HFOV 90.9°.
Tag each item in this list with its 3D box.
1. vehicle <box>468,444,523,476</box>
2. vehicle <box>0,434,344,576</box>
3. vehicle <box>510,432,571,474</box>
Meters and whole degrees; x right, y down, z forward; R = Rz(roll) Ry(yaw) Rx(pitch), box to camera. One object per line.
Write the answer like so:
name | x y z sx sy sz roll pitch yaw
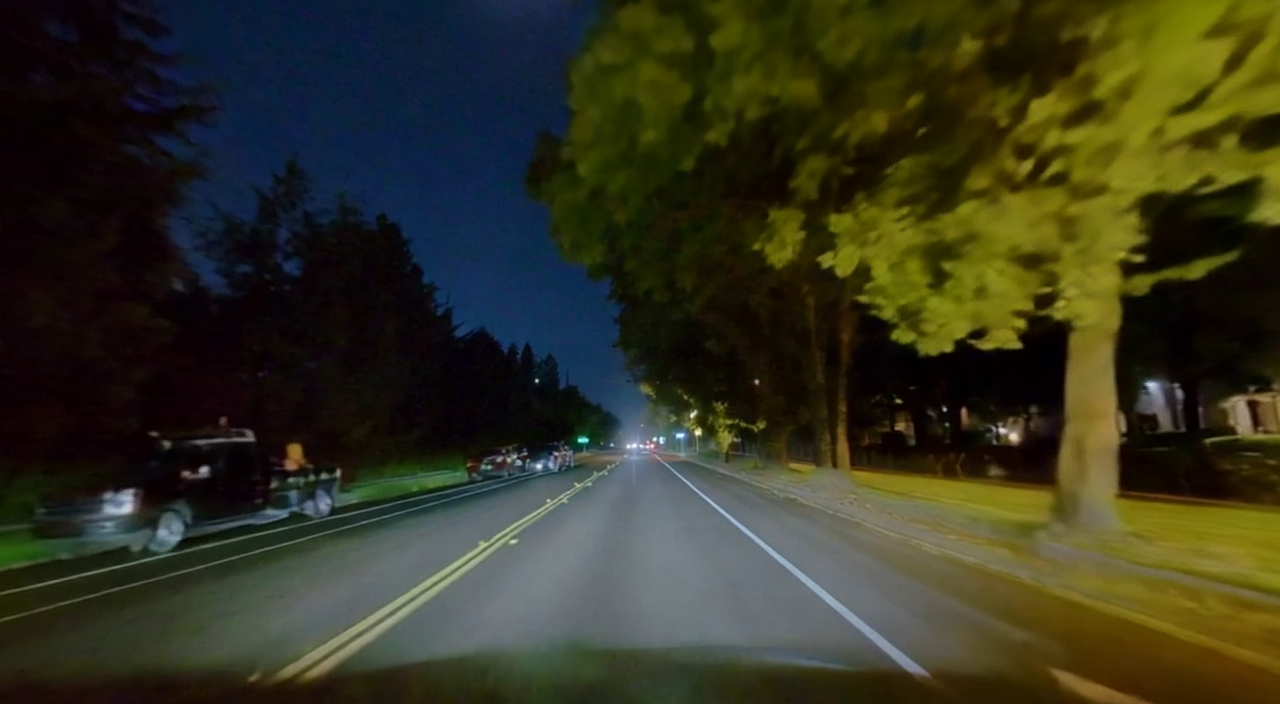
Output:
vehicle | -8.463 6.325 37.334 2.107 1.745 4.569 0 -8 1
vehicle | -8.353 2.637 12.331 2.422 1.855 6.165 -4 -7 -3
vehicle | -5.829 6.030 37.804 2.517 2.323 5.205 0 -8 3
